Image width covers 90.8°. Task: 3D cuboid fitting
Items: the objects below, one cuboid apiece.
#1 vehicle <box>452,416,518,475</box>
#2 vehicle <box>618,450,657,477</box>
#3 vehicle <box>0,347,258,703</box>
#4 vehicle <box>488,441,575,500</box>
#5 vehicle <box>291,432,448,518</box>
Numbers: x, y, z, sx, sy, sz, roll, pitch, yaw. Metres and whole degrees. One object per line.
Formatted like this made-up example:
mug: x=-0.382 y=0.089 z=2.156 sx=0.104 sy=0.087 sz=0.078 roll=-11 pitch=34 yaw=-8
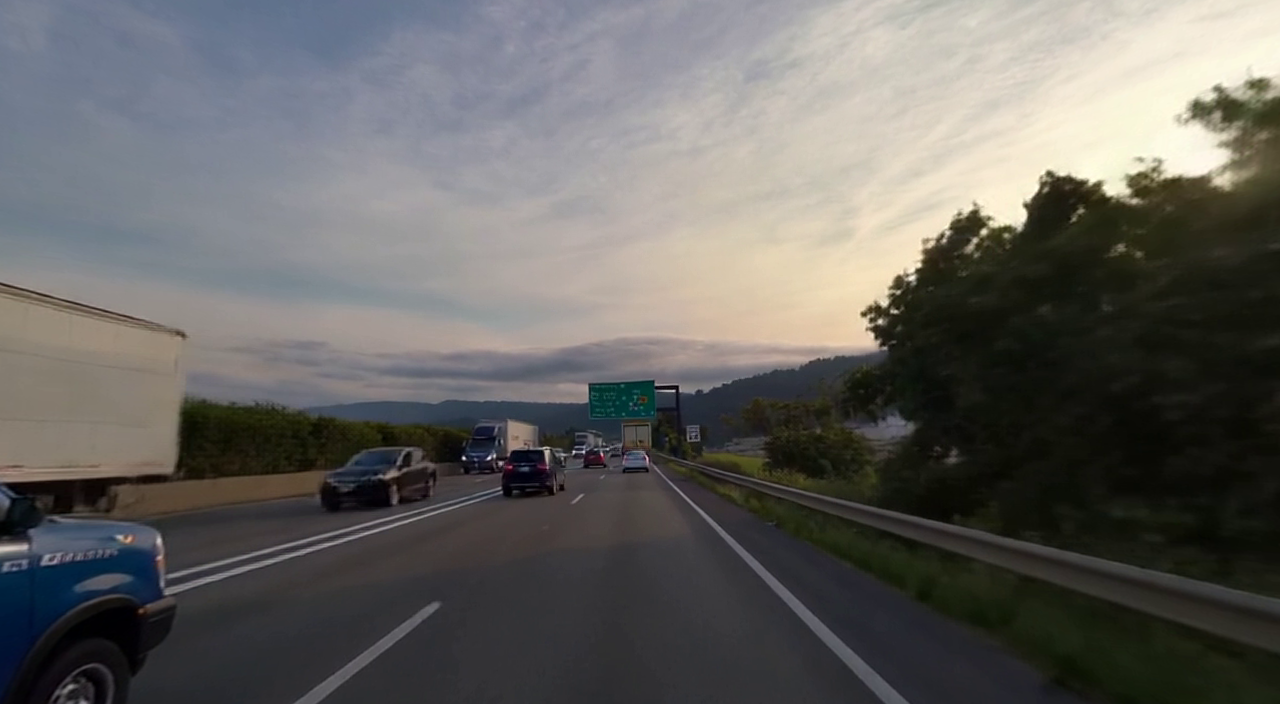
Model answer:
vehicle: x=-10.115 y=6.204 z=41.902 sx=2.922 sy=3.600 sz=6.110 roll=0 pitch=-9 yaw=-1
vehicle: x=-0.150 y=6.188 z=35.258 sx=2.095 sy=1.393 sz=3.908 roll=0 pitch=-9 yaw=0
vehicle: x=-3.176 y=0.692 z=1.126 sx=2.117 sy=1.688 sz=4.582 roll=0 pitch=-9 yaw=0
vehicle: x=-3.228 y=3.610 z=19.565 sx=1.937 sy=1.600 sz=4.141 roll=0 pitch=-9 yaw=0
vehicle: x=-6.689 y=3.070 z=16.307 sx=1.982 sy=1.872 sz=4.578 roll=0 pitch=-9 yaw=0
